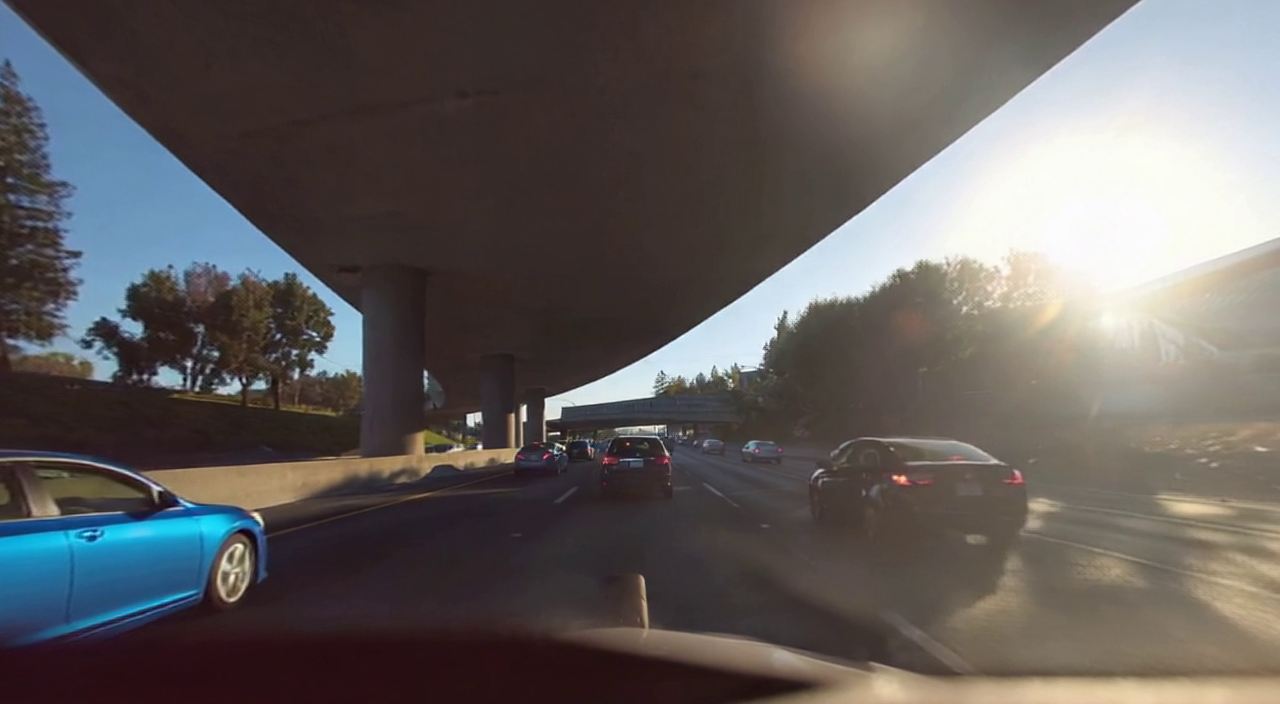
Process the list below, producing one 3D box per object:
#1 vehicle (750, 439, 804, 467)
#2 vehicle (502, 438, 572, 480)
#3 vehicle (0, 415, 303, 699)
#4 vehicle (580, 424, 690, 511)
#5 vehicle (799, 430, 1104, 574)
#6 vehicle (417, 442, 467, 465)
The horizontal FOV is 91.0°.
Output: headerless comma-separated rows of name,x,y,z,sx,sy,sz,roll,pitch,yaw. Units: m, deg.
vehicle,7.842,5.835,36.486,2.049,1.521,4.604,0,-9,-1
vehicle,-3.968,4.205,25.020,1.947,1.516,4.295,0,-9,1
vehicle,-4.340,1.163,3.921,1.974,1.478,4.412,0,-9,1
vehicle,-0.071,2.606,14.598,2.181,1.697,4.021,0,-9,1
vehicle,3.882,1.941,9.017,2.031,1.492,4.577,0,-9,0
vehicle,-14.584,7.514,46.651,2.021,1.561,4.722,0,-9,2
